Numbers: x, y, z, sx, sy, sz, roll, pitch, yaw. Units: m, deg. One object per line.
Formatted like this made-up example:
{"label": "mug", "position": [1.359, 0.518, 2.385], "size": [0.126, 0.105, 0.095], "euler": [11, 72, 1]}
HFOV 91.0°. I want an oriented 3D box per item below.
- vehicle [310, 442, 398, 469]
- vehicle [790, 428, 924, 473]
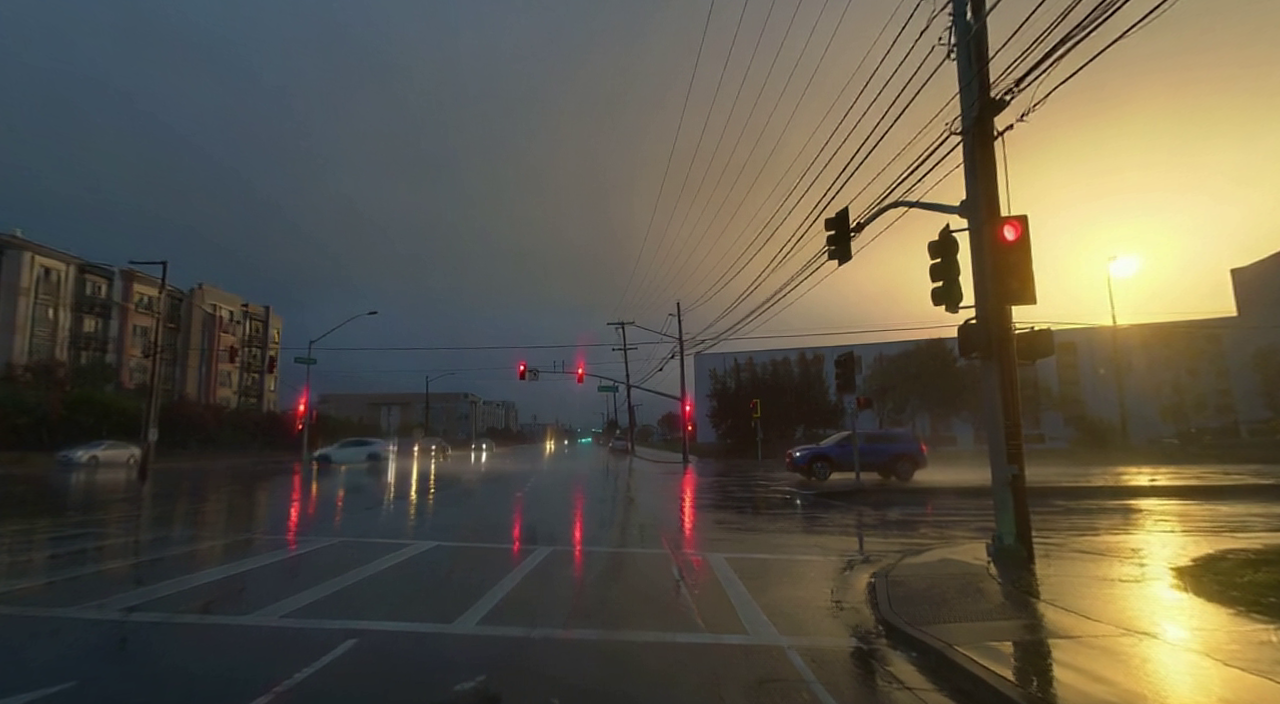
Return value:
{"label": "vehicle", "position": [-17.437, 6.327, 38.433], "size": [4.529, 1.566, 1.842], "euler": [-1, -9, 9]}
{"label": "vehicle", "position": [8.697, 4.013, 25.725], "size": [4.884, 1.714, 2.021], "euler": [-2, -9, 12]}
